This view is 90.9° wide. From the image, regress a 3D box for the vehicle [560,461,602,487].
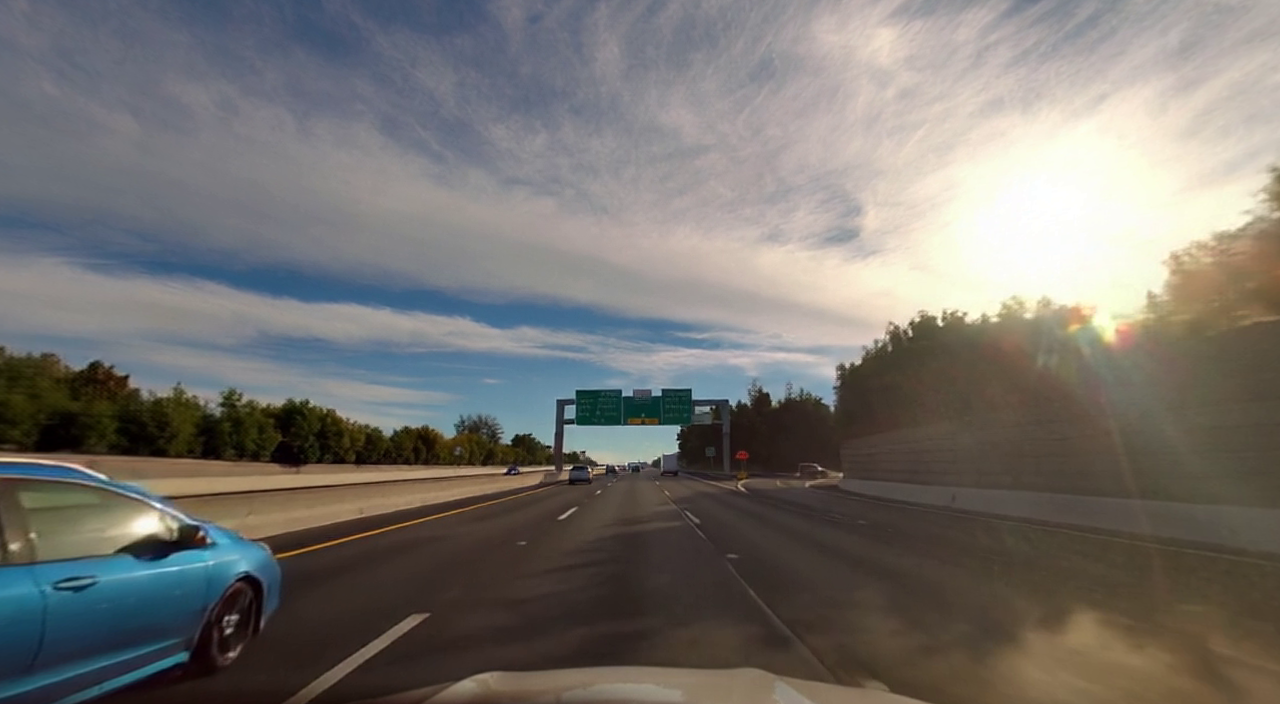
[{"bbox_3d":[-3.621,7.641,39.474,2.045,1.487,4.582,1,-10,1],"label":"vehicle"}]
